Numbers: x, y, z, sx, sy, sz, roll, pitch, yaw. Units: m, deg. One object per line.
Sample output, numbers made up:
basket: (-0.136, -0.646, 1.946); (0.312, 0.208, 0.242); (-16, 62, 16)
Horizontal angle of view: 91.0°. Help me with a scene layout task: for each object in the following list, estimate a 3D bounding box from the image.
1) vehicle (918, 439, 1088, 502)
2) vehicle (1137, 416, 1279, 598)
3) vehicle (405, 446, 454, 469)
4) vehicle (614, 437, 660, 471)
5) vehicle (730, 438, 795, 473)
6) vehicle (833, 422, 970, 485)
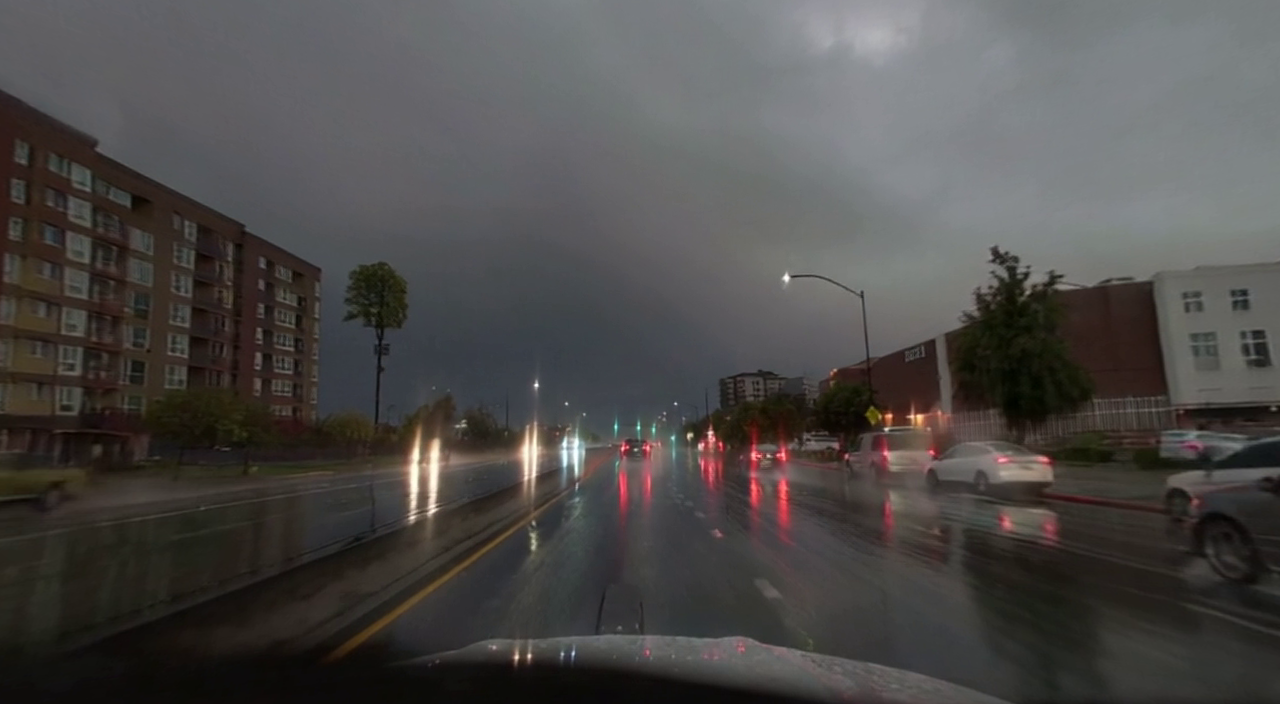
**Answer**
vehicle: (9.982, 3.258, 17.803); (2.089, 1.508, 4.323); (0, -8, -2)
vehicle: (6.586, 1.197, 4.480); (2.121, 1.557, 4.898); (0, -9, 1)
vehicle: (-15.492, 7.773, 46.555); (1.967, 1.574, 4.819); (0, -9, 0)
vehicle: (-0.146, 5.080, 31.442); (2.106, 1.553, 3.964); (0, -9, 0)
vehicle: (5.776, 4.938, 30.279); (2.154, 1.554, 4.149); (1, -9, -2)
vehicle: (10.121, 4.021, 25.259); (2.441, 2.150, 6.729); (1, -9, -2)
